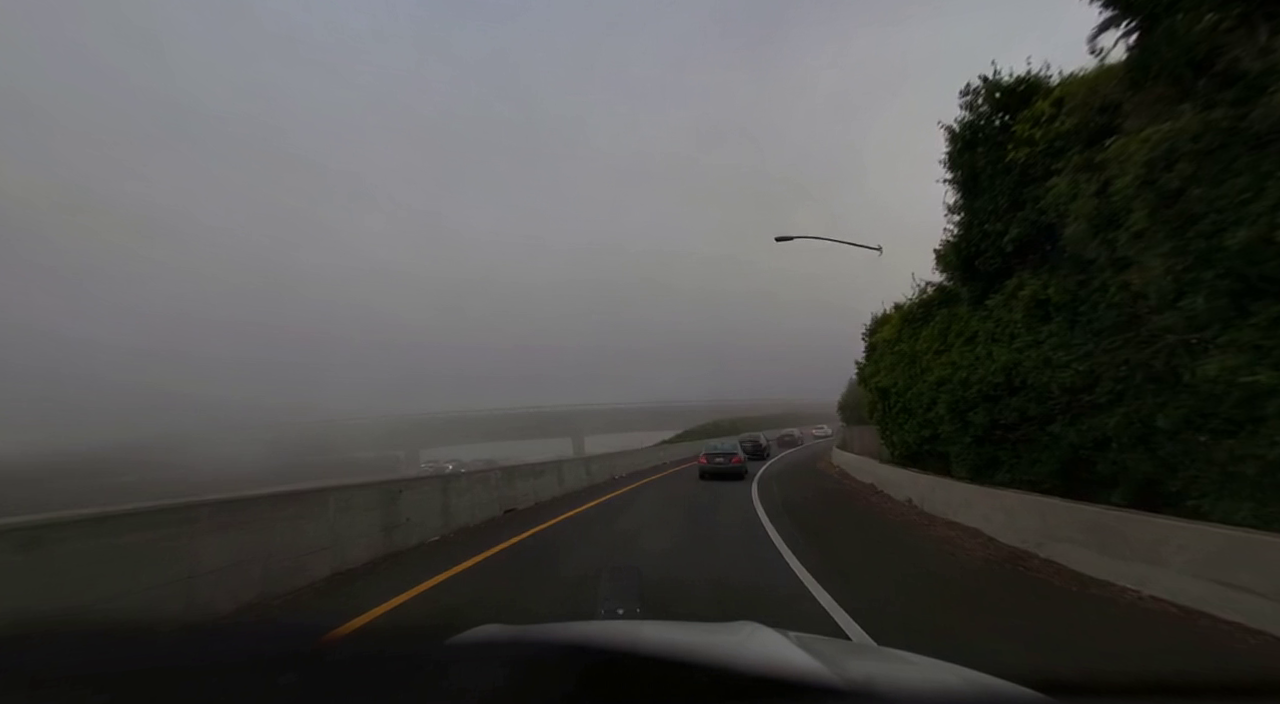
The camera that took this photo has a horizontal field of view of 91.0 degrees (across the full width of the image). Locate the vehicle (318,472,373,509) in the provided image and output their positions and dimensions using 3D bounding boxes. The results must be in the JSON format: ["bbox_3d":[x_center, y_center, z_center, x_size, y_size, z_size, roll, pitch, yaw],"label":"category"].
[{"bbox_3d":[-14.076,6.594,30.231,1.781,1.443,3.939,2,-9,-17],"label":"vehicle"}]

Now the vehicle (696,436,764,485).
[{"bbox_3d":[3.219,3.717,21.889,2.091,1.482,4.321,-2,-9,11],"label":"vehicle"}]

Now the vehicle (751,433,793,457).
[{"bbox_3d":[8.792,6.156,41.751,2.078,1.474,4.165,-3,-9,20],"label":"vehicle"}]
